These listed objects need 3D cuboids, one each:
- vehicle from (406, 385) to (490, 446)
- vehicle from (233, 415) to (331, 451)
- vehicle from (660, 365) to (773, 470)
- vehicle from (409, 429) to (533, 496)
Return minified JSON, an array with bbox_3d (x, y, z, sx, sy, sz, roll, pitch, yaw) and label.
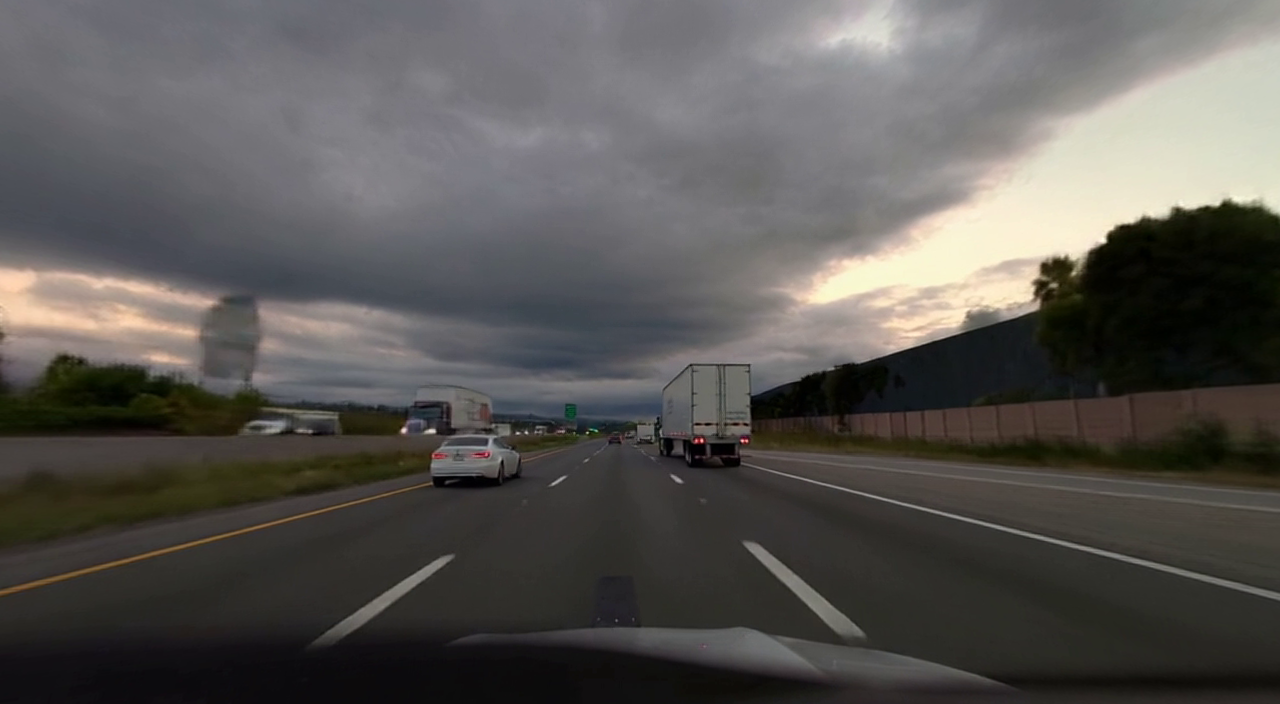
[{"bbox_3d":[-12.894,4.543,43.468,2.938,3.692,9.880,0,-8,-2],"label":"vehicle"},{"bbox_3d":[-16.170,3.718,28.774,1.921,1.482,4.487,0,-8,-1],"label":"vehicle"},{"bbox_3d":[3.197,3.466,31.628,3.241,4.042,14.292,0,-8,-3],"label":"vehicle"},{"bbox_3d":[-4.065,2.715,16.001,1.971,1.444,4.401,0,-8,-1],"label":"vehicle"}]
